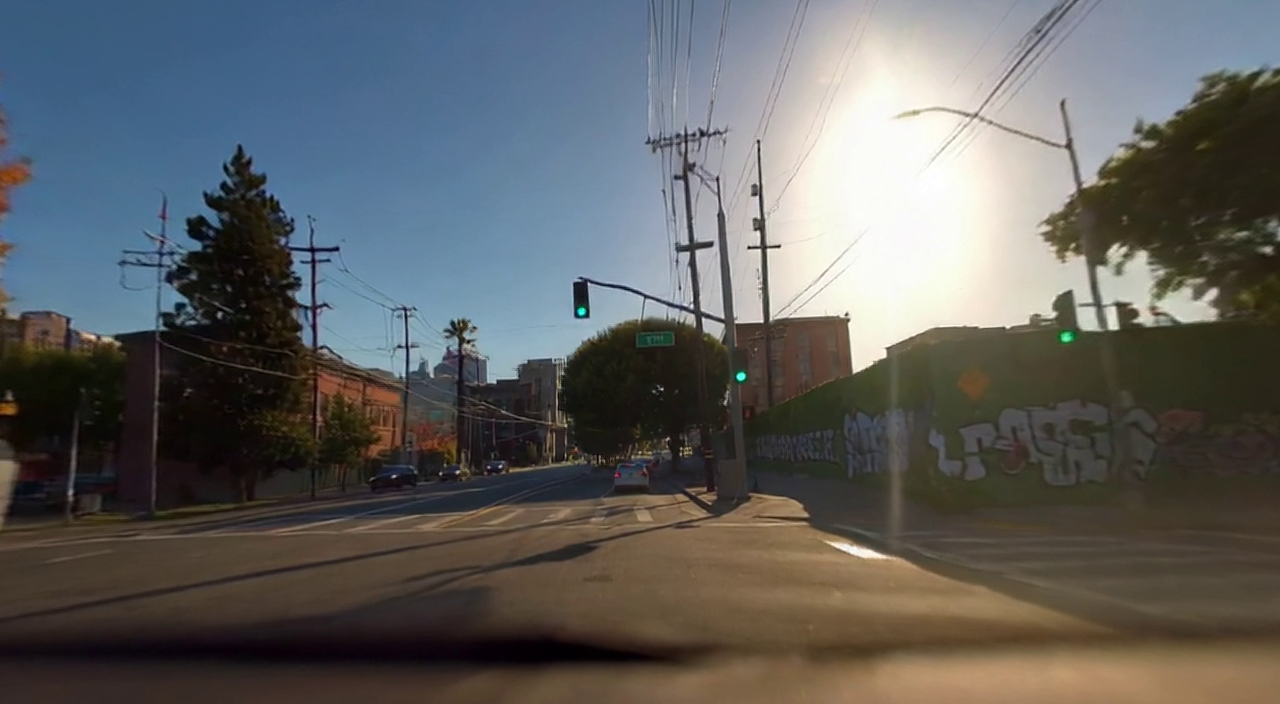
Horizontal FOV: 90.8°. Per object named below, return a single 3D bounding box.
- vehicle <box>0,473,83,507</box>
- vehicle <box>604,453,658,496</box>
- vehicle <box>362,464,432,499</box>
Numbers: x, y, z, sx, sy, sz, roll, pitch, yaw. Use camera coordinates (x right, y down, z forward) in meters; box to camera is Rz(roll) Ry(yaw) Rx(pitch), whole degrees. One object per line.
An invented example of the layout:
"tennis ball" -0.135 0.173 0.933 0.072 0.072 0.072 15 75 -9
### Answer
"vehicle" -30.018 6.799 31.123 1.627 1.383 3.731 -4 -9 4
"vehicle" -0.365 5.091 26.660 2.105 1.611 3.750 0 -8 -1
"vehicle" -13.073 6.965 34.315 1.992 1.585 4.375 0 -8 0
